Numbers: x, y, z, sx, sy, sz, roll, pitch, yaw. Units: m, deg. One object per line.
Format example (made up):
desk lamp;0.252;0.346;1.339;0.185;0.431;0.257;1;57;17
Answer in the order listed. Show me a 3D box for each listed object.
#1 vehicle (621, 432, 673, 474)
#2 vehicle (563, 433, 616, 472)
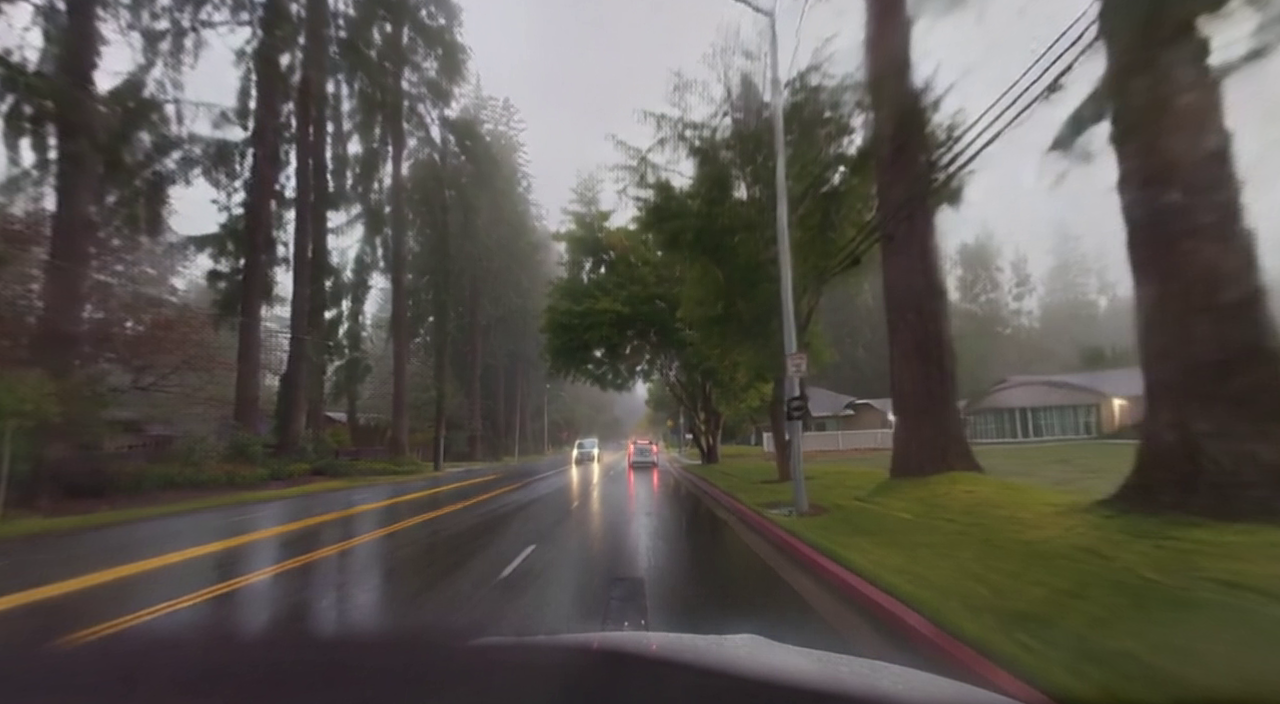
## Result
vehicle;0.280;4.478;28.001;2.120;1.718;3.909;0;-9;0
vehicle;-2.407;4.973;31.284;2.157;1.765;4.303;0;-9;2
